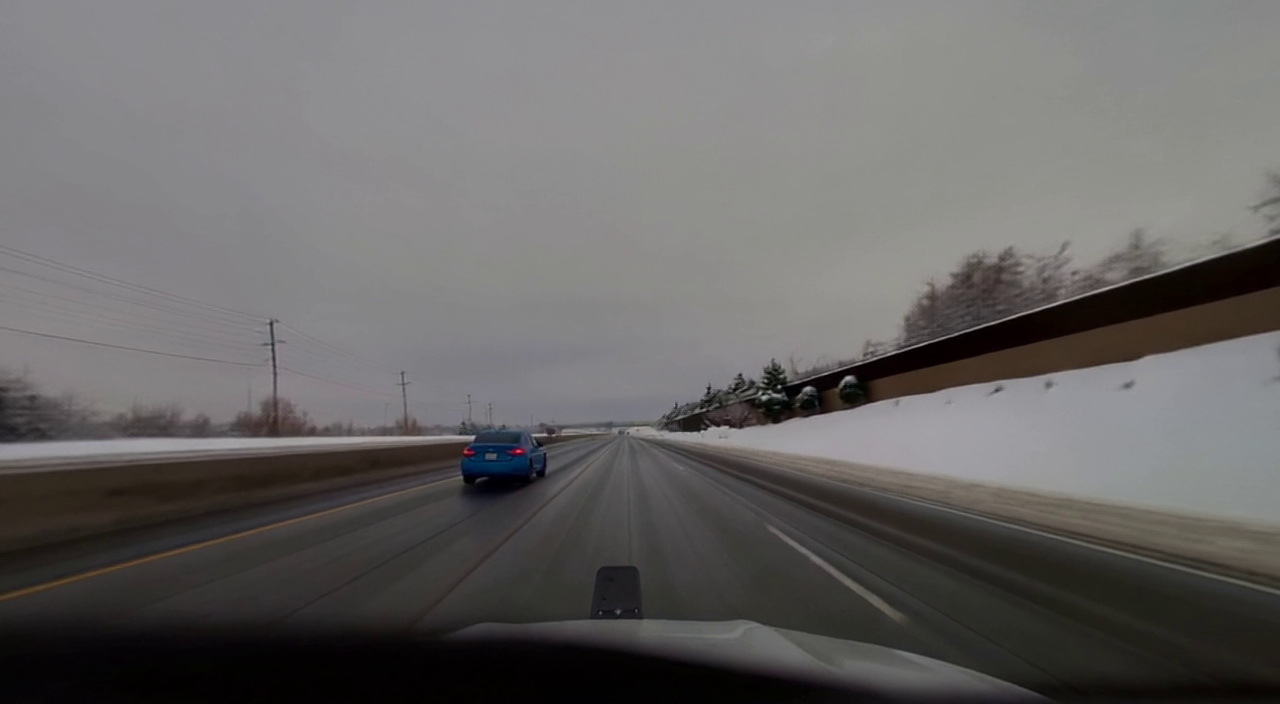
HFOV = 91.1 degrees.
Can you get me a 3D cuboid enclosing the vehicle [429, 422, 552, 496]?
[{"bbox_3d":[-3.423,2.513,15.216,1.999,1.536,3.969,0,-8,0],"label":"vehicle"}]
